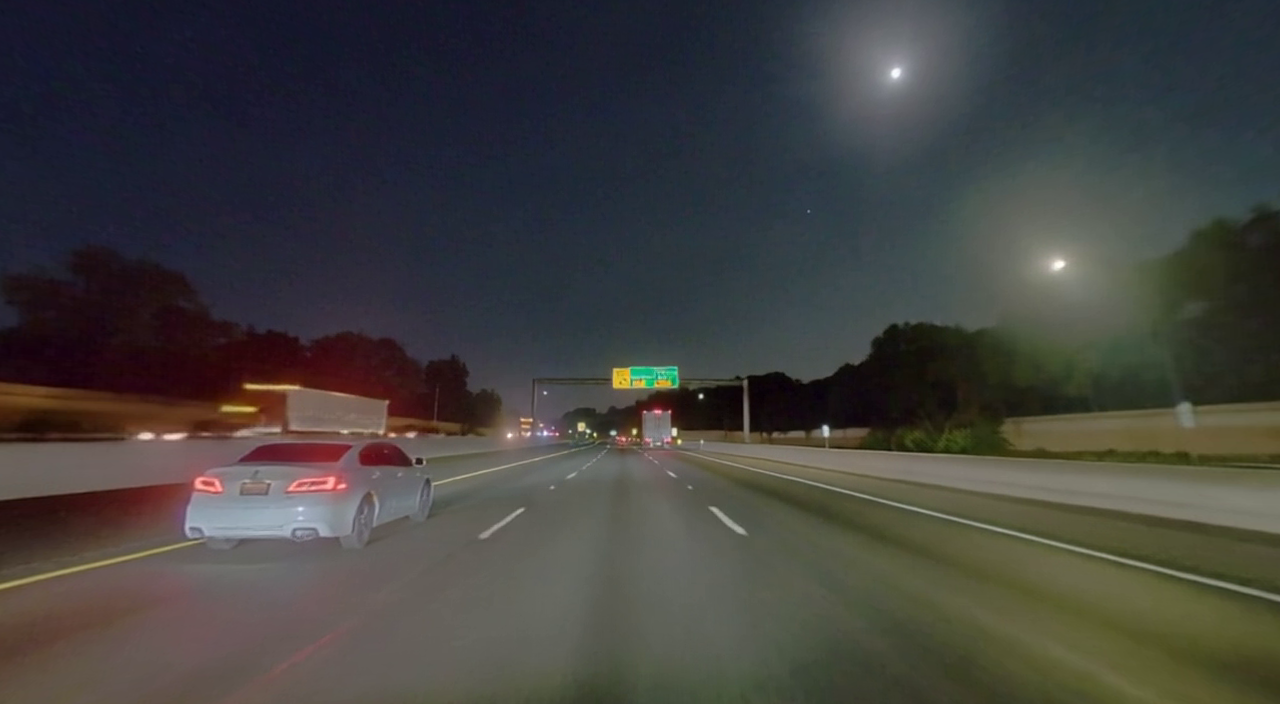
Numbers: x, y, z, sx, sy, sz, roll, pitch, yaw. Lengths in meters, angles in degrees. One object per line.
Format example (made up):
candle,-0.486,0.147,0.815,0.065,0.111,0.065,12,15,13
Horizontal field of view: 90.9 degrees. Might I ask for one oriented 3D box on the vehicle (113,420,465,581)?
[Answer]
vehicle,-3.804,1.646,7.974,1.971,1.444,4.401,0,-8,-1
